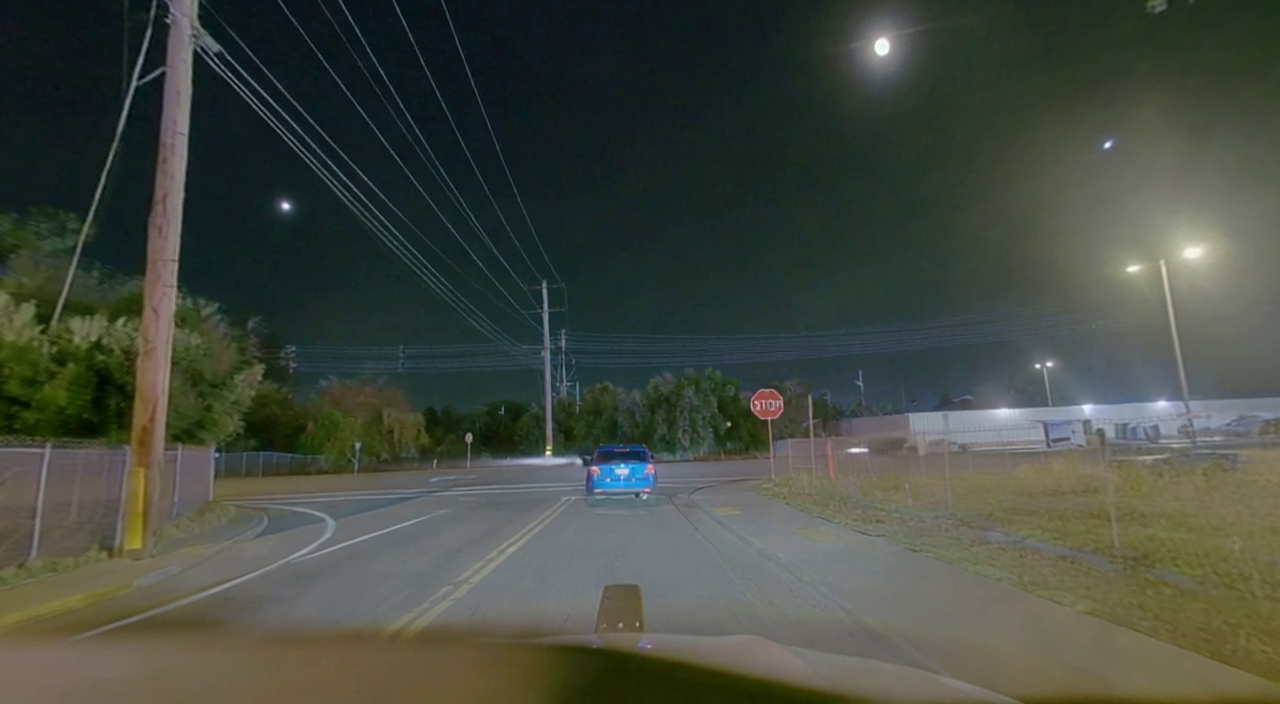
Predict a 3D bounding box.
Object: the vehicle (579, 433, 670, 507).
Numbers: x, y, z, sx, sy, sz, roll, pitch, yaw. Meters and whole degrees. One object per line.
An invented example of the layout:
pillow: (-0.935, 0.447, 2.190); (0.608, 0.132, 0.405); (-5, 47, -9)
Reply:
vehicle: (-0.490, 3.084, 16.972); (2.137, 1.698, 4.166); (0, -8, -4)
